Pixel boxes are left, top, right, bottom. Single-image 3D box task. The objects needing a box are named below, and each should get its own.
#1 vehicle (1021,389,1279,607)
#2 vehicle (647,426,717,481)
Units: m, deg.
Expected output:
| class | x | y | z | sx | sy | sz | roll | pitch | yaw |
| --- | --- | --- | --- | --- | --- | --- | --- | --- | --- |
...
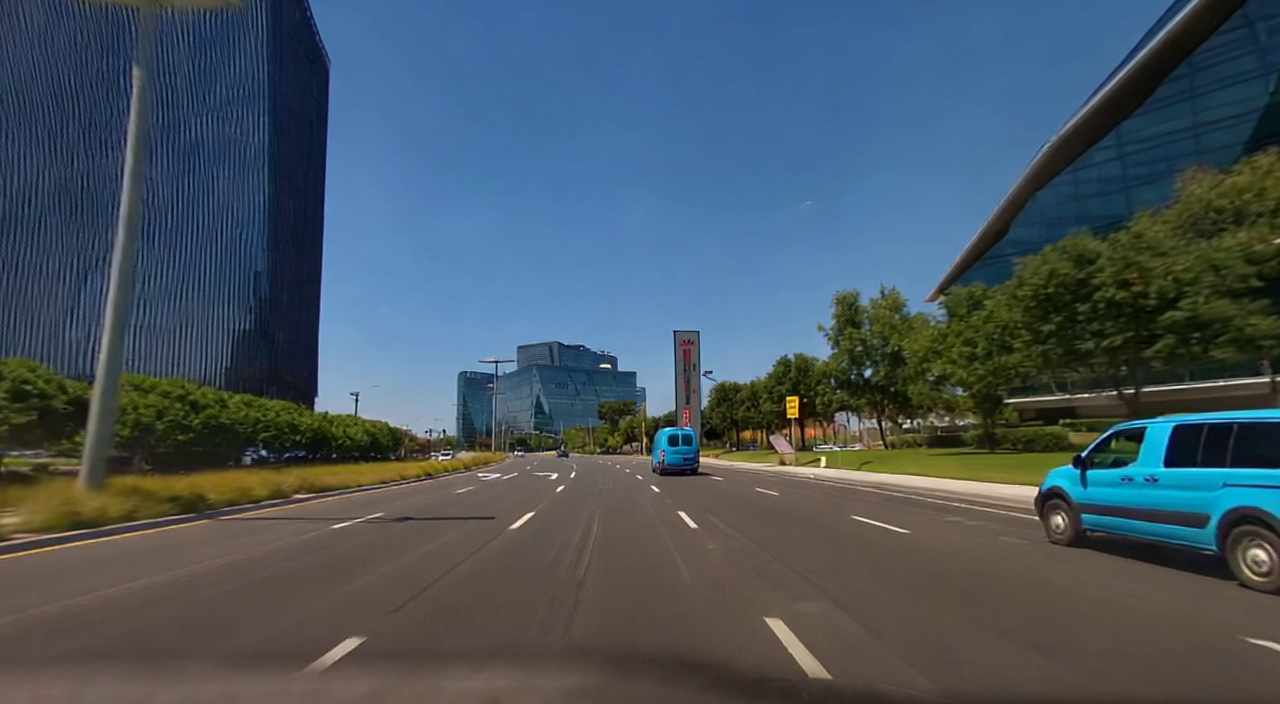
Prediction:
| class | x | y | z | sx | sy | sz | roll | pitch | yaw |
| --- | --- | --- | --- | --- | --- | --- | --- | --- | --- |
| vehicle | 6.099 | 1.309 | 5.999 | 1.992 | 1.726 | 4.434 | 0 | -9 | -2 |
| vehicle | 1.747 | 4.500 | 28.122 | 2.339 | 2.244 | 4.817 | 1 | -9 | -5 |
